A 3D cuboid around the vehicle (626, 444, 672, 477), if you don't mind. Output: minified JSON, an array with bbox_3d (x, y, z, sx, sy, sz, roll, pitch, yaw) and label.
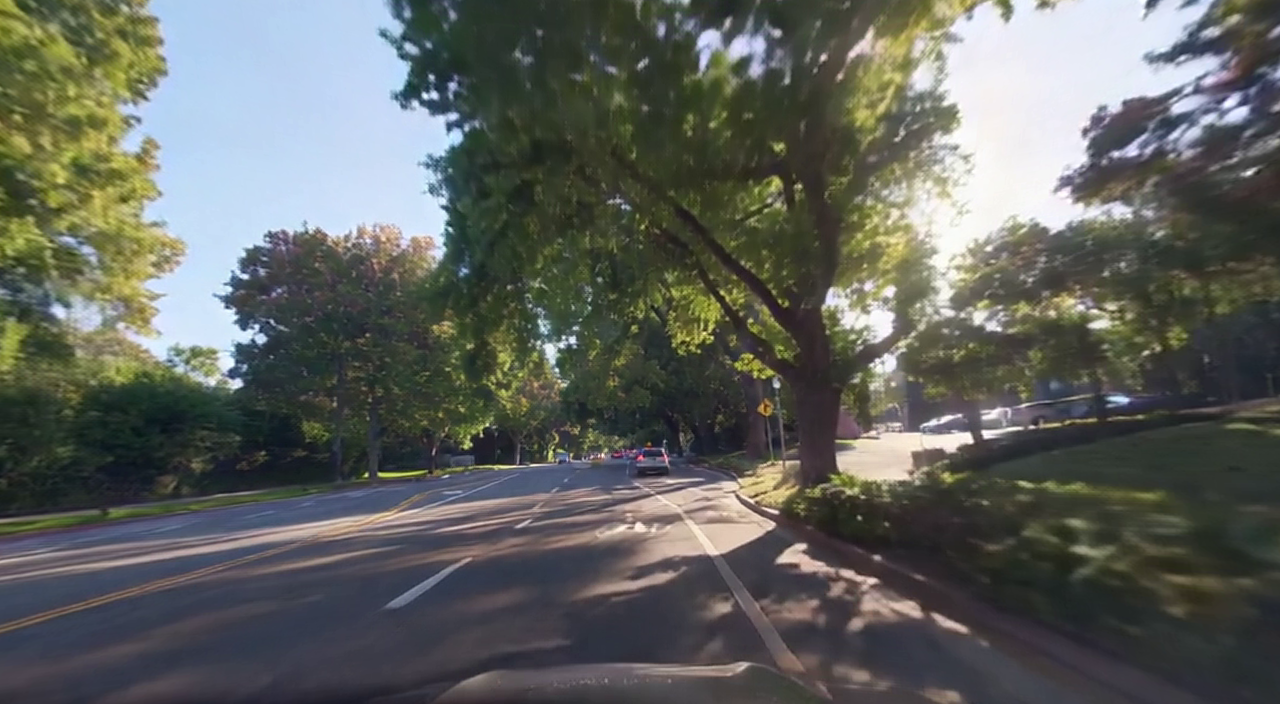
[{"bbox_3d":[0.507,5.329,31.273,2.111,1.466,4.223,-1,-9,2],"label":"vehicle"}]
